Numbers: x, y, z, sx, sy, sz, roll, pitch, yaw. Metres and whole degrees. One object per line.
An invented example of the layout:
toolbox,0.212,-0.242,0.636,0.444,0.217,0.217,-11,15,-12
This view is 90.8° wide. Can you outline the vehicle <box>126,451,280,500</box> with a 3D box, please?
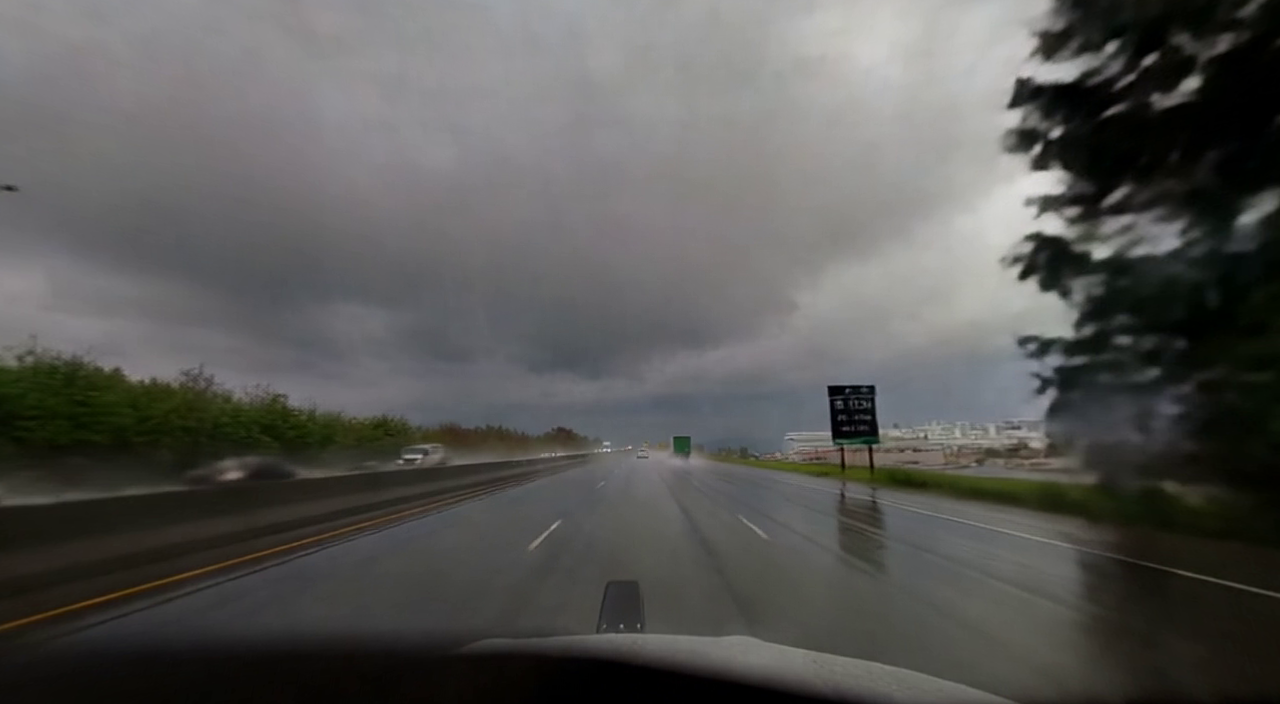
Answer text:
vehicle,-15.125,4.272,22.279,1.955,1.497,4.830,0,-9,0
